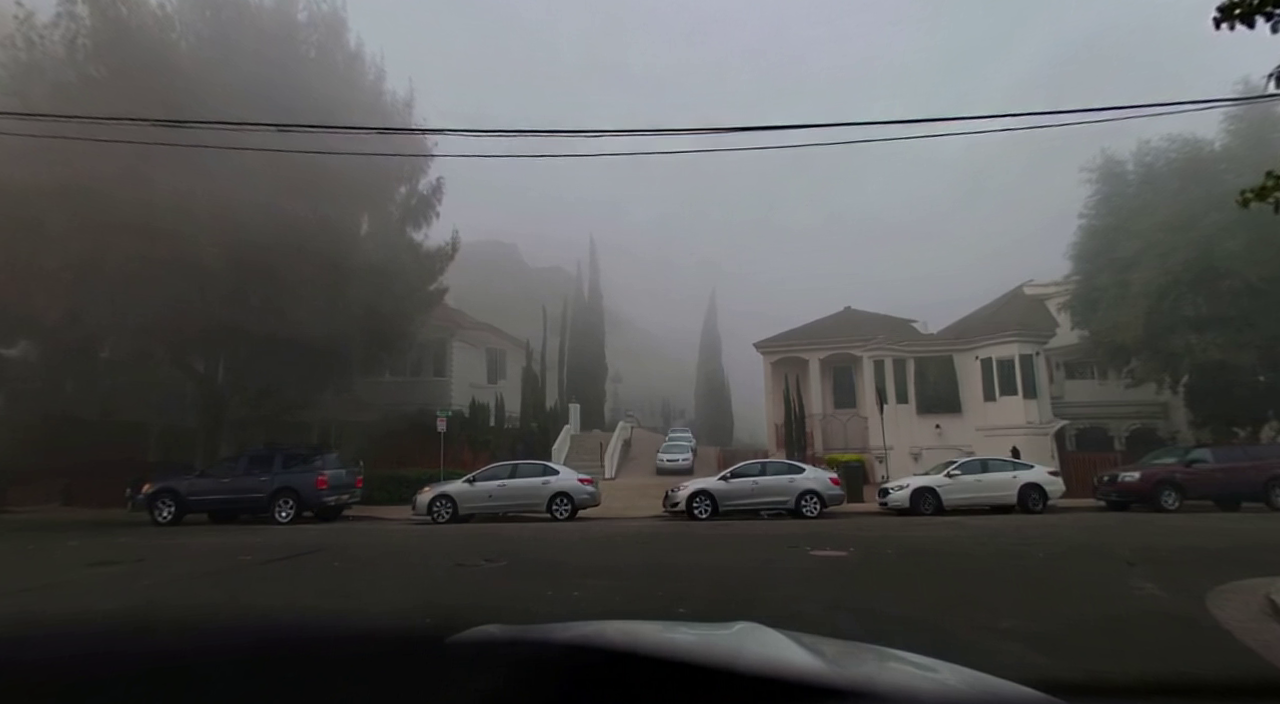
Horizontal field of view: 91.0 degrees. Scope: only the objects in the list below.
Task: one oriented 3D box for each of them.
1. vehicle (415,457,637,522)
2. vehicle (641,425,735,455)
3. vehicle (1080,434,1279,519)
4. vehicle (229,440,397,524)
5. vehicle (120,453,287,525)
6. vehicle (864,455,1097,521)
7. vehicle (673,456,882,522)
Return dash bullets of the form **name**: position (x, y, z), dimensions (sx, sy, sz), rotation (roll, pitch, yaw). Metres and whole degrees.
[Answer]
- **vehicle**: position (-2.611, 3.309, 15.390), dimensions (5.075, 1.436, 1.863), rotation (0, -9, 0)
- **vehicle**: position (2.347, 4.424, 31.638), dimensions (4.565, 1.479, 1.775), rotation (0, -9, -2)
- **vehicle**: position (14.492, 3.113, 16.160), dimensions (4.513, 1.970, 2.512), rotation (0, -9, -4)
- **vehicle**: position (-8.640, 3.423, 17.252), dimensions (2.046, 1.969, 4.585), rotation (0, -8, 1)
- **vehicle**: position (-11.631, 3.627, 17.180), dimensions (1.827, 1.648, 4.030), rotation (1, -9, -4)
- **vehicle**: position (8.321, 3.320, 15.647), dimensions (4.785, 1.471, 1.798), rotation (0, -9, -4)
- **vehicle**: position (3.180, 3.277, 15.303), dimensions (4.663, 1.452, 1.801), rotation (0, -9, 0)
